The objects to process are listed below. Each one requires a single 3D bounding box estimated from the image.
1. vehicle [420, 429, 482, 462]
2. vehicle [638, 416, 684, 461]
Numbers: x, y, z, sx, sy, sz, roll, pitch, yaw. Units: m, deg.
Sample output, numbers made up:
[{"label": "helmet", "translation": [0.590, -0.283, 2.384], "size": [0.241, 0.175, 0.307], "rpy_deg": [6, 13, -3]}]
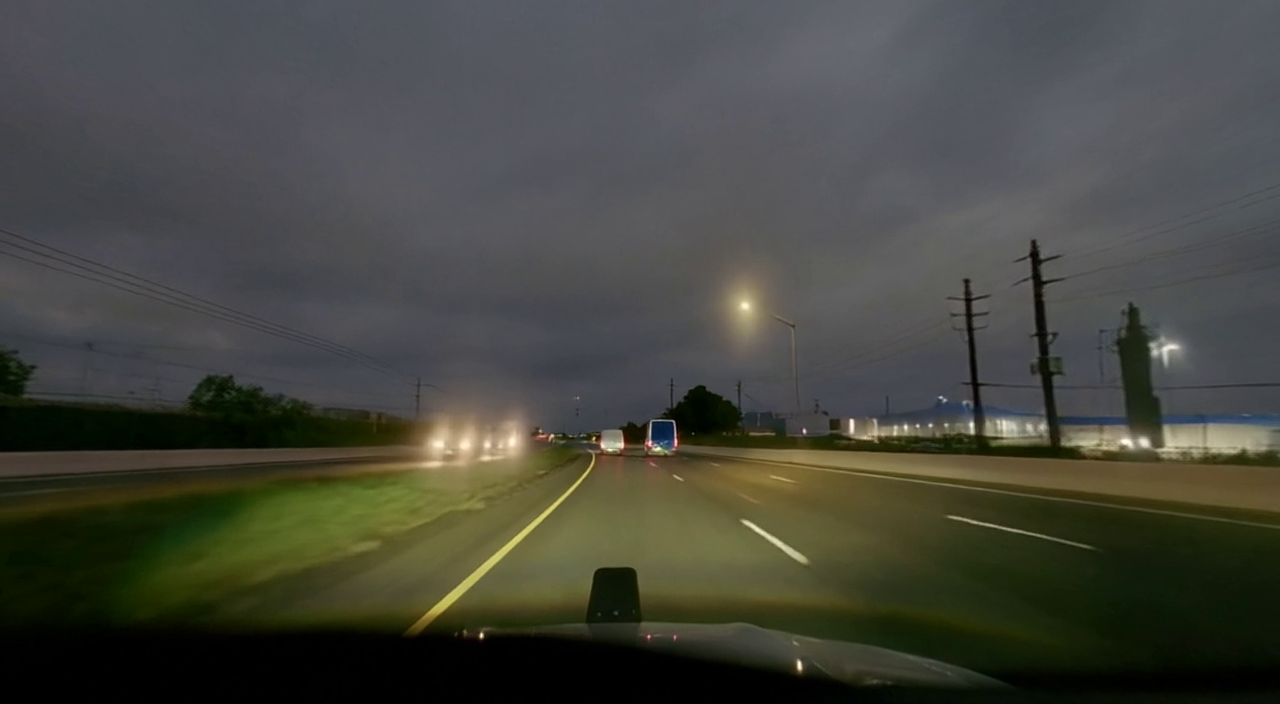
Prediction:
[{"label": "vehicle", "translation": [-9.522, 4.756, 32.083], "size": [1.952, 1.508, 4.321], "rpy_deg": [0, -8, -2]}, {"label": "vehicle", "translation": [1.466, 6.661, 48.297], "size": [2.713, 3.140, 6.640], "rpy_deg": [0, -8, -5]}]
